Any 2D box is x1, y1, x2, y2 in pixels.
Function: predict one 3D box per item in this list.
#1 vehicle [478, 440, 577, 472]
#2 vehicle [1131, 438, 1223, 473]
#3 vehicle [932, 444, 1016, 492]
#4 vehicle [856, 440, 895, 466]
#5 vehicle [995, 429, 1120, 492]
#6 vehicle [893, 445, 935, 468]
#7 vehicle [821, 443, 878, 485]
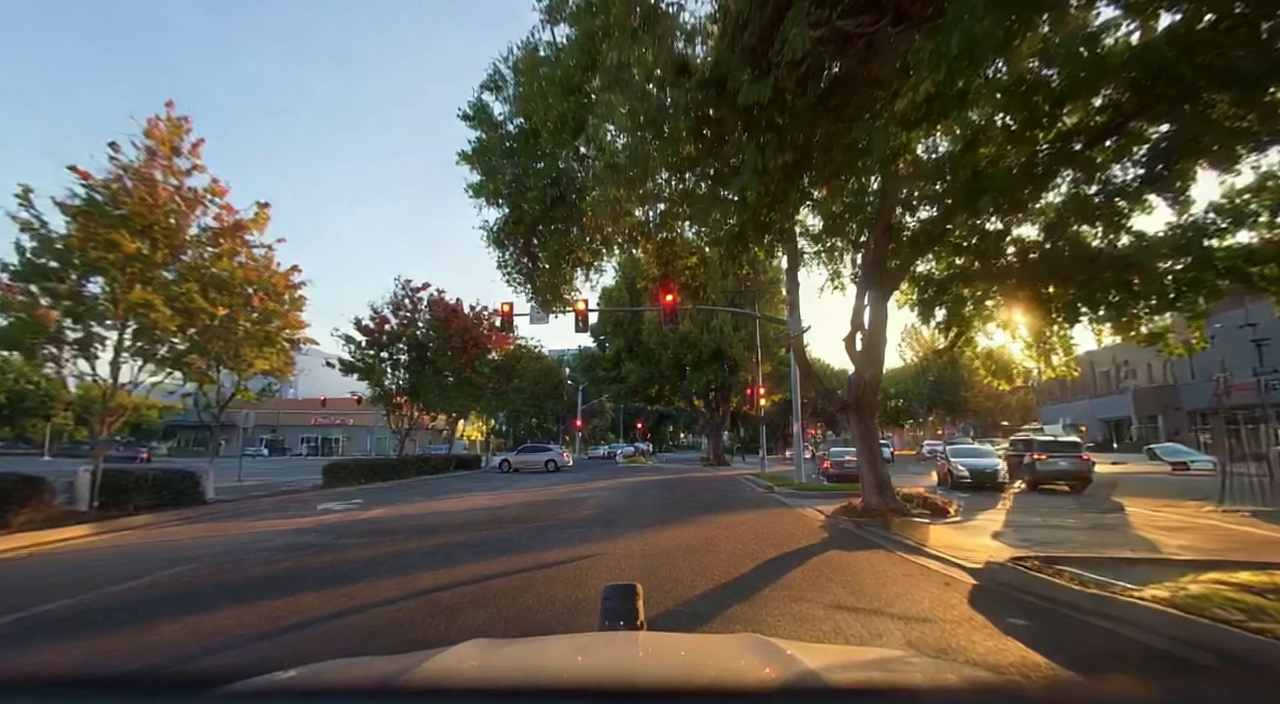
[{"bbox_3d":[-5.410,5.034,30.745,4.376,1.476,1.791,-1,-8,5],"label":"vehicle"},{"bbox_3d":[31.533,6.072,37.321,2.056,1.878,5.238,-2,-9,16],"label":"vehicle"},{"bbox_3d":[12.303,4.233,23.584,2.031,1.592,4.470,-3,-9,19],"label":"vehicle"},{"bbox_3d":[15.663,6.726,42.182,1.921,1.657,4.400,-2,-9,15],"label":"vehicle"},{"bbox_3d":[14.540,3.800,22.470,2.265,1.919,5.745,-4,-9,19],"label":"vehicle"},{"bbox_3d":[18.043,6.871,41.713,1.936,1.391,3.874,-2,-9,15],"label":"vehicle"},{"bbox_3d":[8.165,4.330,24.848,1.867,1.479,4.452,-2,-9,16],"label":"vehicle"}]
